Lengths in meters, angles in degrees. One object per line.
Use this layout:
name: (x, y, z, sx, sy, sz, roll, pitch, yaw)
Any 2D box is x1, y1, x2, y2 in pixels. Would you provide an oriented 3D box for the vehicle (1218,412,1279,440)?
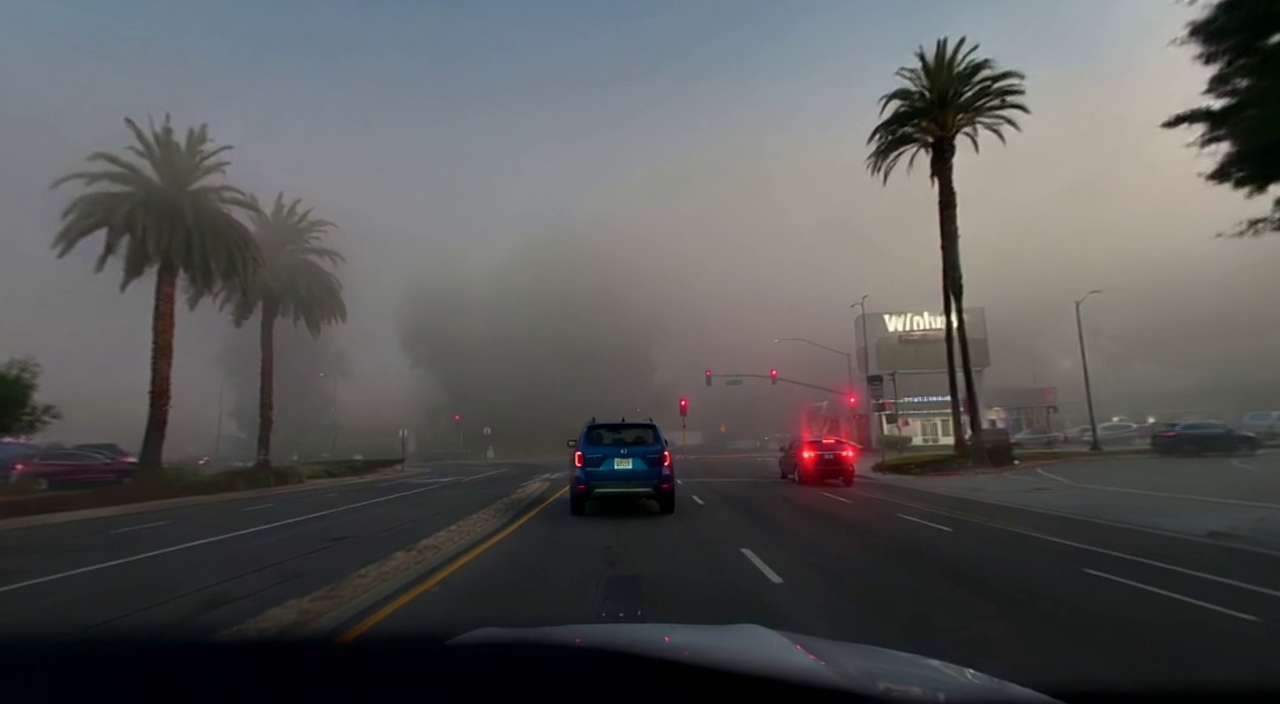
vehicle: (44.254, 5.218, 44.395, 4.931, 1.912, 1.893, -6, -10, 32)

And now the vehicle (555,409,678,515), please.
vehicle: (-0.535, 2.369, 14.066, 2.263, 1.932, 4.709, 0, -8, -2)

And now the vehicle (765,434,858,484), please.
vehicle: (5.942, 3.762, 22.479, 2.086, 1.560, 4.542, 0, -8, 1)

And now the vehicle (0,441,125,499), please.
vehicle: (-19.304, 3.672, 19.859, 4.510, 1.682, 1.902, 0, -8, 1)

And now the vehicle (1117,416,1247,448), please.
vehicle: (31.963, 4.797, 37.511, 5.390, 1.773, 2.119, -4, -9, 26)
